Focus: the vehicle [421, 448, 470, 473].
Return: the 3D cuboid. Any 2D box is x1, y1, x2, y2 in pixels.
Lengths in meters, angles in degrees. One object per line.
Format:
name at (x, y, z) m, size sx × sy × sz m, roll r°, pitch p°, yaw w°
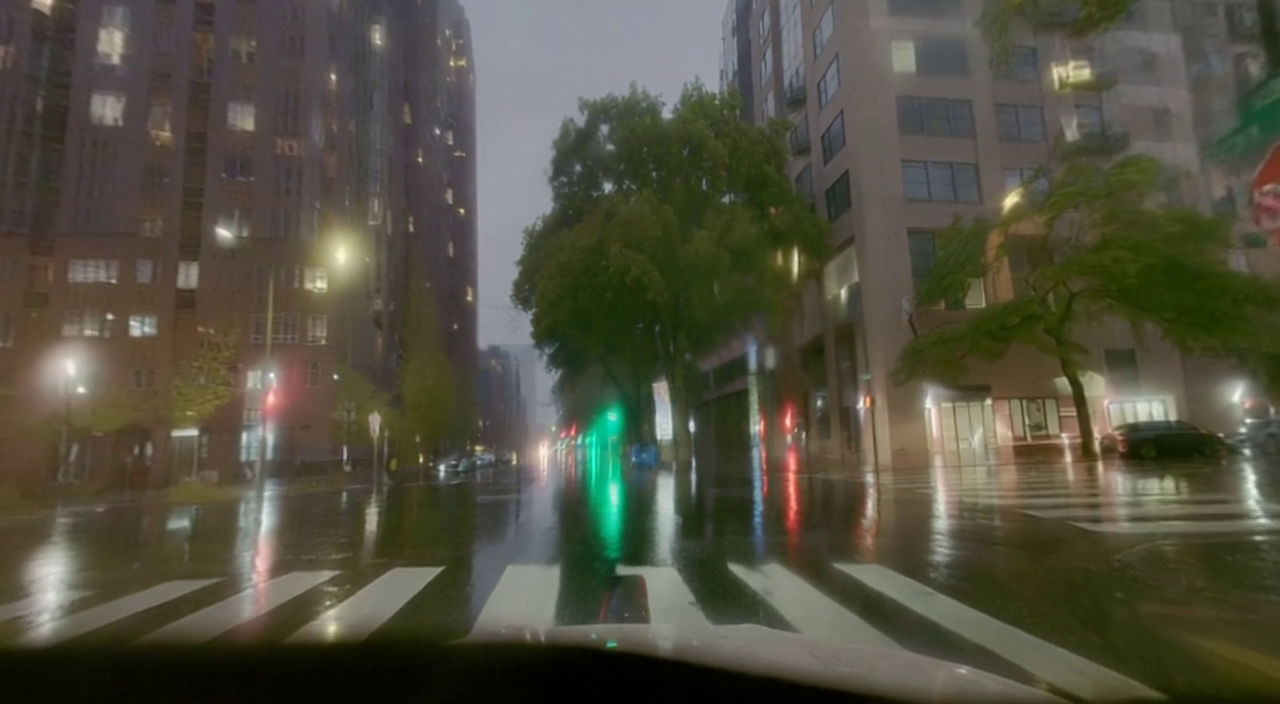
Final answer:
vehicle at (-12.242, 6.834, 39.930) m, size 2.033 × 1.491 × 4.298 m, roll 0°, pitch -8°, yaw -5°
